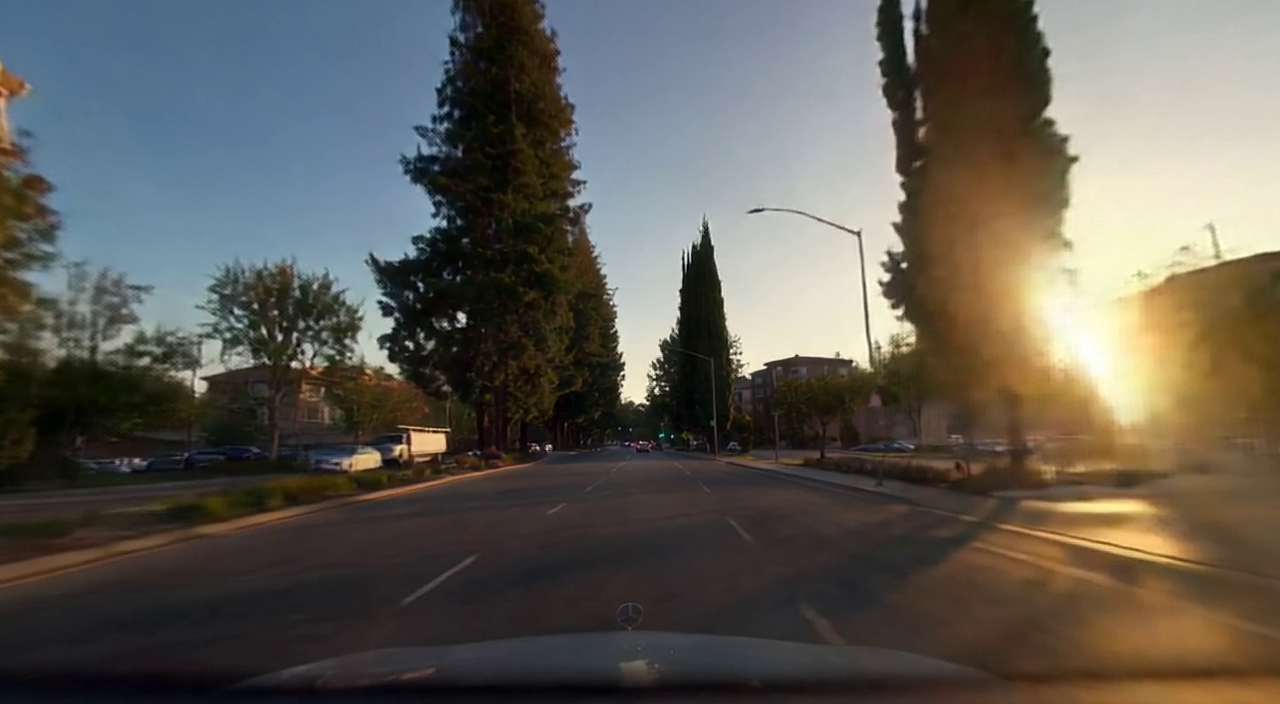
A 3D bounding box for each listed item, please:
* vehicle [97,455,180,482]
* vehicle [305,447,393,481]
[{"bbox_3d":[-32.531,7.541,40.946,4.001,1.415,1.693,-3,-8,0],"label":"vehicle"},{"bbox_3d":[-13.746,5.288,30.116,1.914,1.496,4.742,0,-8,0],"label":"vehicle"}]
